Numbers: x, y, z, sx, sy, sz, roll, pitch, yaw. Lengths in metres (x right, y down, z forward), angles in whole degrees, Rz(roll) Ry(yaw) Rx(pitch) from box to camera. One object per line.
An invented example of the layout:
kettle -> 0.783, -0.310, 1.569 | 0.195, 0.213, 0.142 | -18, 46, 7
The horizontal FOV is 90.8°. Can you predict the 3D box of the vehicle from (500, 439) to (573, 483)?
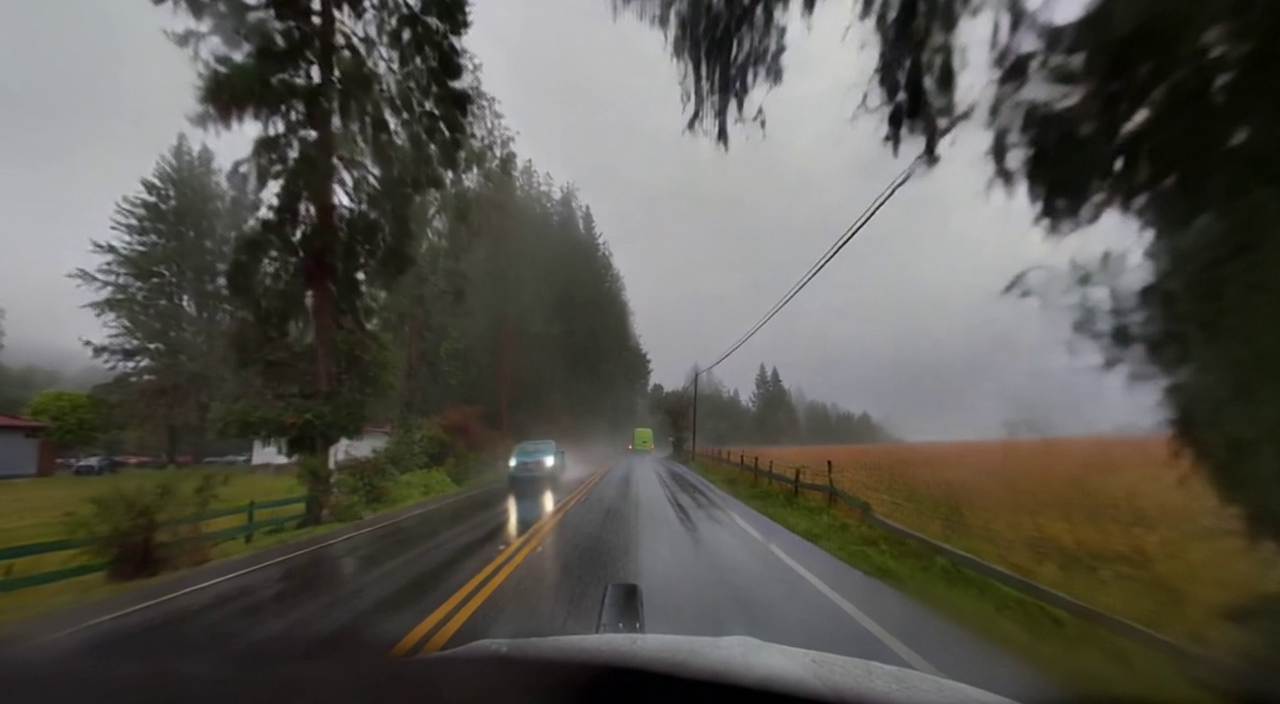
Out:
vehicle -> -3.852, 4.135, 24.303 | 2.021, 1.491, 4.519 | 0, -8, 0
